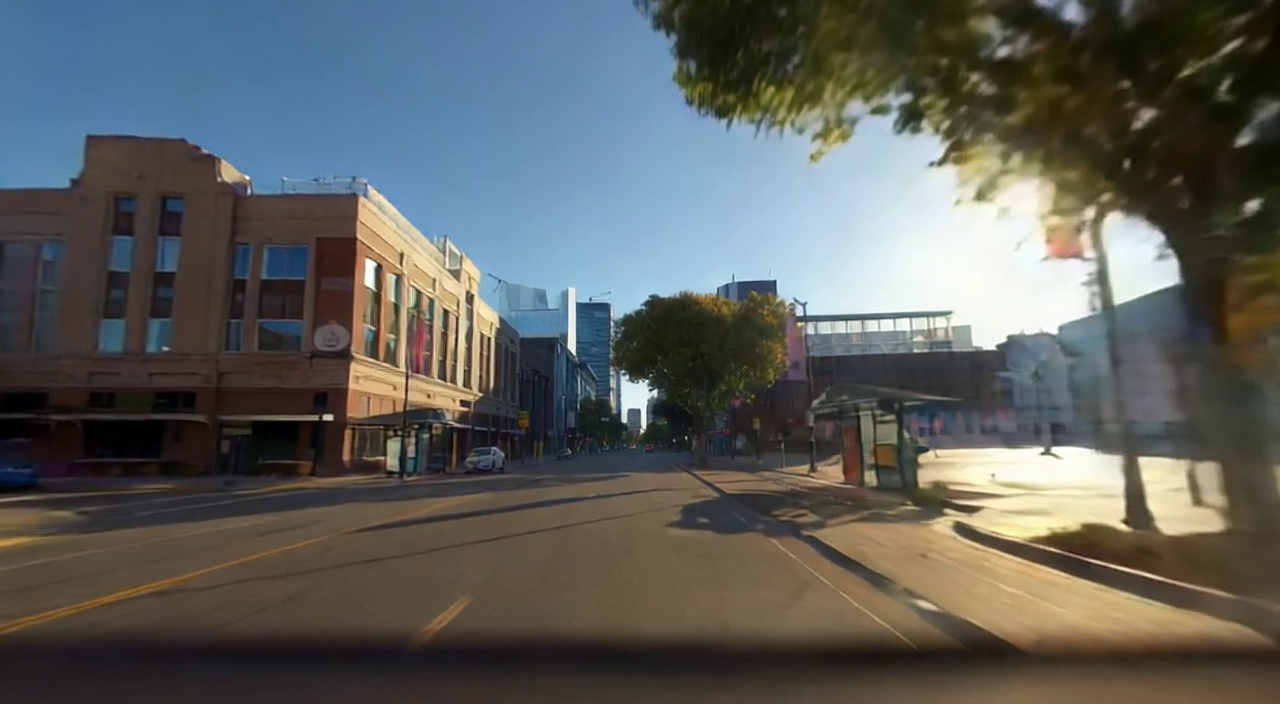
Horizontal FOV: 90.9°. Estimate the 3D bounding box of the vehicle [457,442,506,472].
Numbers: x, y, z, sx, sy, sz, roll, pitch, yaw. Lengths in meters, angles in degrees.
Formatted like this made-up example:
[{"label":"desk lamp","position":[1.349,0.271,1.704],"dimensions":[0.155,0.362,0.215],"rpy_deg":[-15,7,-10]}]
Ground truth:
[{"label":"vehicle","position":[-10.583,7.002,42.465],"dimensions":[2.060,1.796,4.675],"rpy_deg":[-1,-7,0]}]
